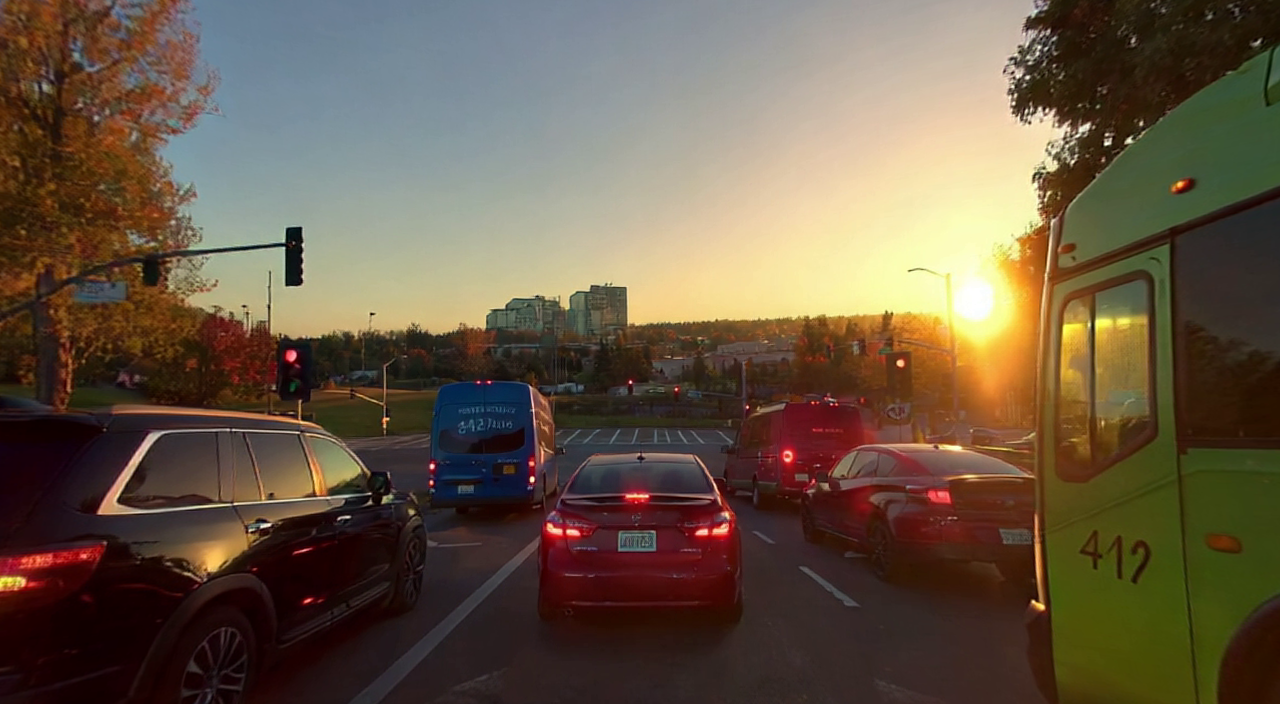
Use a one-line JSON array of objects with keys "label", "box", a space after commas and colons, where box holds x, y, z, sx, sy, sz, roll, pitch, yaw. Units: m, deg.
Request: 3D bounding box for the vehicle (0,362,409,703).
[{"label": "vehicle", "box": [-3.405, 1.181, 4.643, 1.921, 1.701, 3.989, 0, -8, -1]}]

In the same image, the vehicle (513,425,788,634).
[{"label": "vehicle", "box": [0.068, 1.552, 6.429, 1.976, 1.485, 3.624, 0, -8, 0]}]

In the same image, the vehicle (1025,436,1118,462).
[{"label": "vehicle", "box": [25.888, 5.823, 37.992, 4.229, 1.489, 1.794, 0, -8, -2]}]

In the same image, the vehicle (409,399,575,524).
[{"label": "vehicle", "box": [-2.920, 2.356, 13.988, 2.335, 2.221, 5.165, 0, -8, 1]}]

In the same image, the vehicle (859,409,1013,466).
[{"label": "vehicle", "box": [17.610, 5.133, 37.923, 7.839, 3.213, 2.628, 0, -8, -3]}]

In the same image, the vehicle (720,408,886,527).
[{"label": "vehicle", "box": [3.156, 2.400, 13.673, 2.143, 2.036, 5.367, 0, -8, 0]}]
